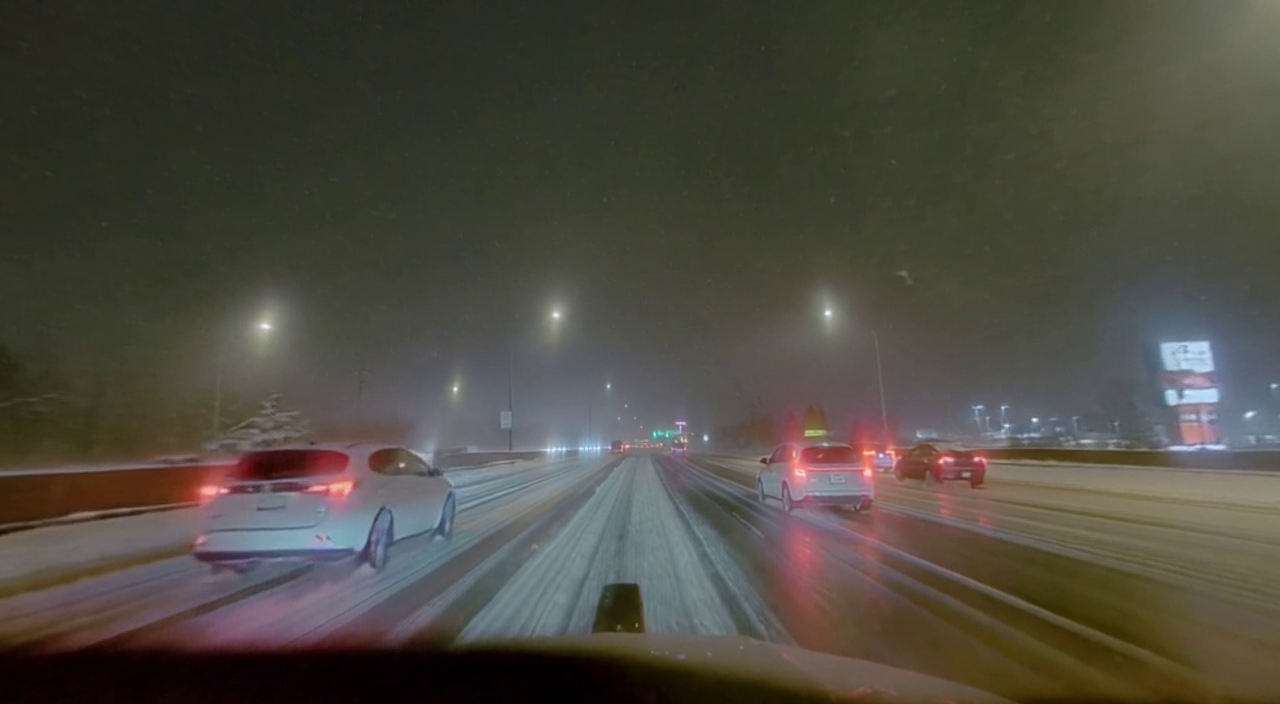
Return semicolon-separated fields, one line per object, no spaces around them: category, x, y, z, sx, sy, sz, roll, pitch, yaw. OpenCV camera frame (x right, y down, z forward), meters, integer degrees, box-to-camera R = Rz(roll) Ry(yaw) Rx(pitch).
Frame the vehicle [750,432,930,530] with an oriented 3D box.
vehicle;3.463;2.309;11.877;1.961;1.504;4.094;0;-9;-1

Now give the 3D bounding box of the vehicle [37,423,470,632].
vehicle;-3.467;1.632;6.914;1.975;1.536;4.295;0;-9;1

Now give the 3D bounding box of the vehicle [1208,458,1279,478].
vehicle;44.214;8.444;46.043;3.765;1.422;1.794;0;-9;1

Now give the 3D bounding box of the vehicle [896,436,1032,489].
vehicle;10.323;3.553;20.578;2.019;1.529;4.385;0;-9;-1
